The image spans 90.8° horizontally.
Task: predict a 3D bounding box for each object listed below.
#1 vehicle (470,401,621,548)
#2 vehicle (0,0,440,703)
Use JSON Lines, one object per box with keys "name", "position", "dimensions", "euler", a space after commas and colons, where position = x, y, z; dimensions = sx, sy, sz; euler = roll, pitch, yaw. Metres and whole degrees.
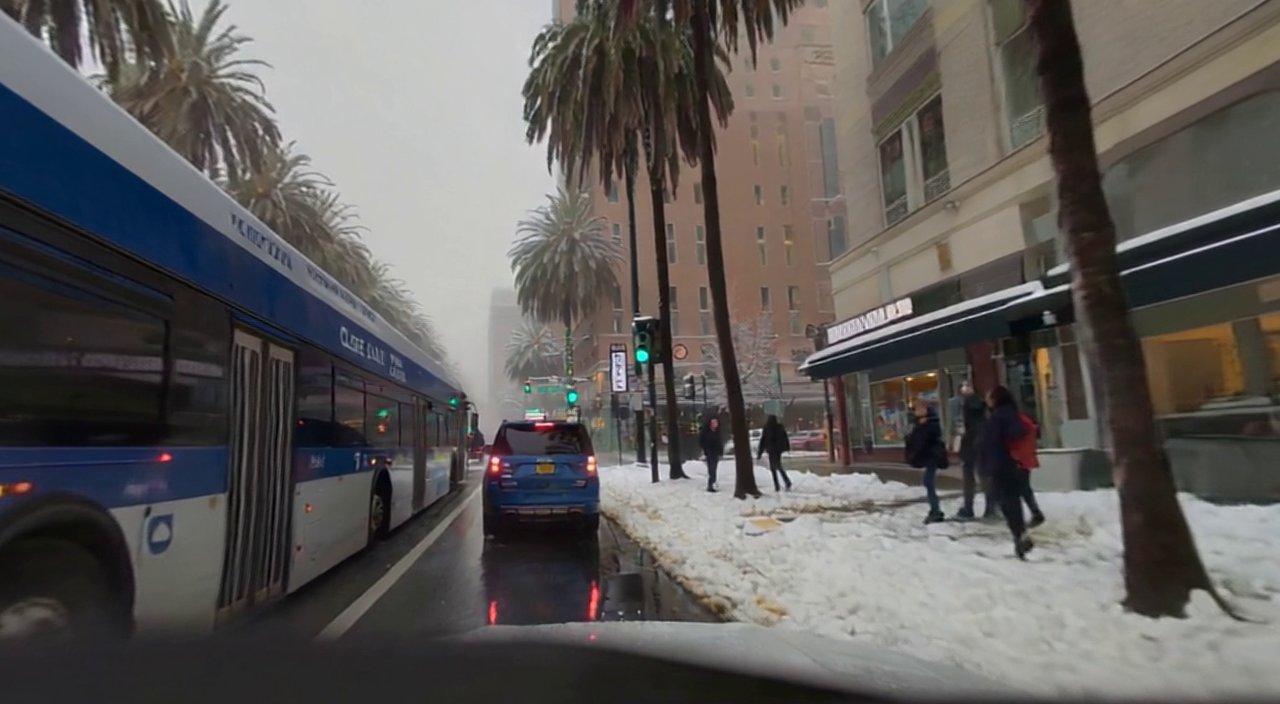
{"name": "vehicle", "position": [-1.750, 1.939, 10.622], "dimensions": [2.002, 1.907, 4.211], "euler": [2, -9, -14]}
{"name": "vehicle", "position": [-4.376, 0.596, 6.049], "dimensions": [2.863, 3.233, 11.573], "euler": [1, -9, -9]}
